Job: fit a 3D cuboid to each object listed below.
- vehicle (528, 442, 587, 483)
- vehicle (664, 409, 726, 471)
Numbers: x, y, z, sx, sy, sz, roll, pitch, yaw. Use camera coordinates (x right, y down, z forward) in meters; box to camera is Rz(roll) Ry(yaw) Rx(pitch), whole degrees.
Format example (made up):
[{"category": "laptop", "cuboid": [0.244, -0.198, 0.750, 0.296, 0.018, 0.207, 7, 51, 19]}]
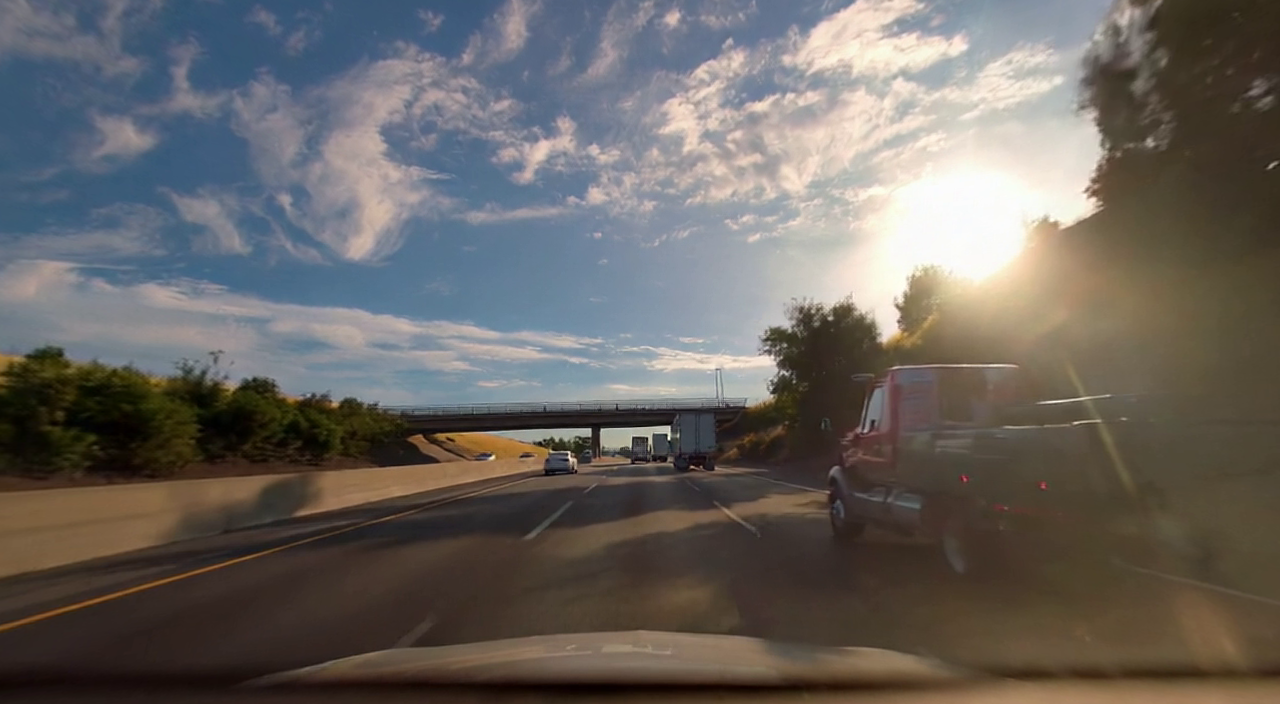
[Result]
[{"category": "vehicle", "cuboid": [-3.531, 4.821, 27.687, 2.007, 1.647, 3.854, 0, -9, 1]}, {"category": "vehicle", "cuboid": [3.908, 7.009, 49.414, 3.131, 4.037, 16.729, 0, -9, -1]}]
